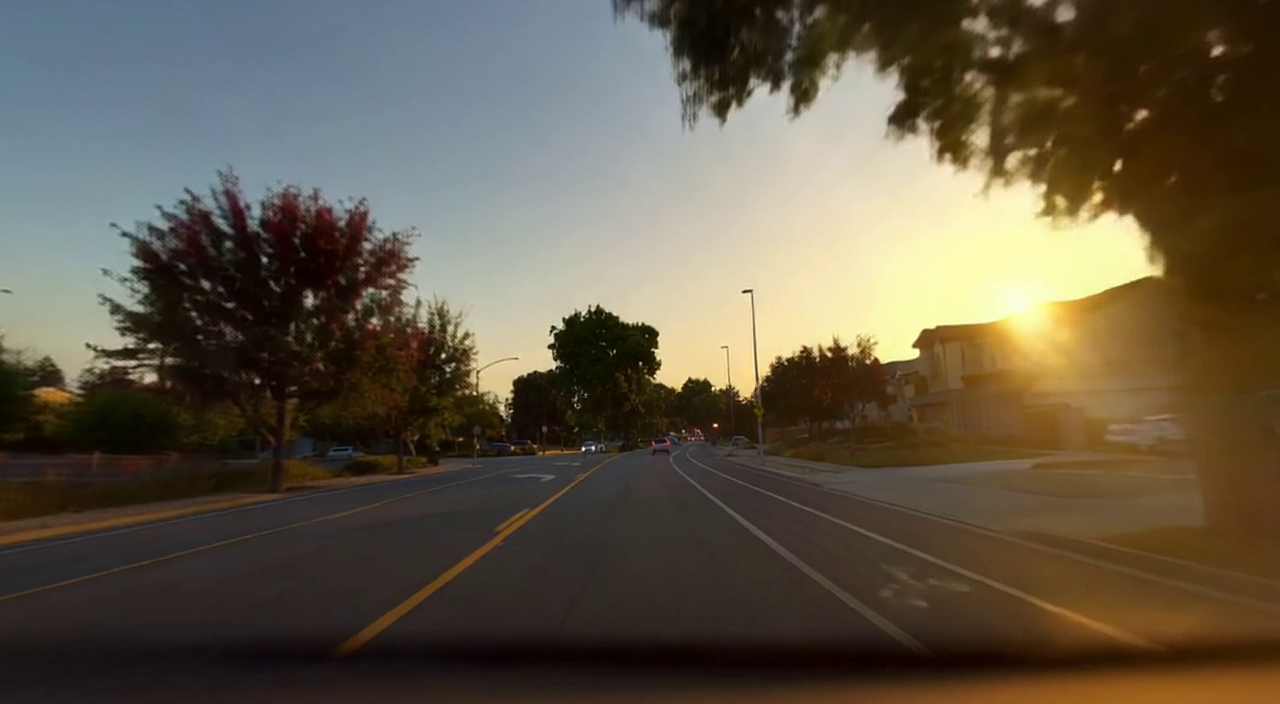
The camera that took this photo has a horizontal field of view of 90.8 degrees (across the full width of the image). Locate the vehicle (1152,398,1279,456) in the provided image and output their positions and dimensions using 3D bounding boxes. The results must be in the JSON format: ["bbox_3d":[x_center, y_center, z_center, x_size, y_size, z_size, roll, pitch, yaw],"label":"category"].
[{"bbox_3d":[19.860,2.499,21.009,1.924,1.703,4.254,-4,-9,-1],"label":"vehicle"}]
